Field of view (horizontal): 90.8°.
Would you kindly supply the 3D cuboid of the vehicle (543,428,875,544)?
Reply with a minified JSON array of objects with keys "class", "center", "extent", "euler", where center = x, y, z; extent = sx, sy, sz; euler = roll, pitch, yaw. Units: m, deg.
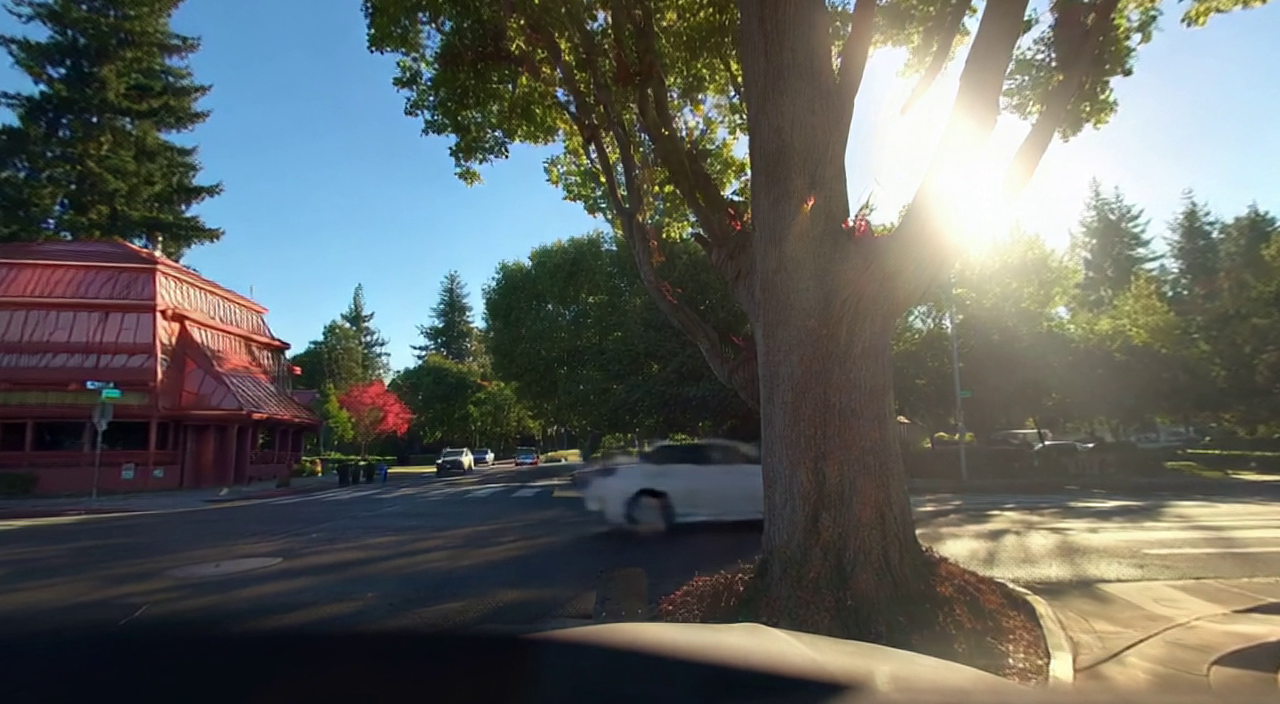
[{"class":"vehicle","center":[0.837,1.895,9.394],"extent":[4.426,1.451,2.124],"euler":[1,-9,-7]}]
